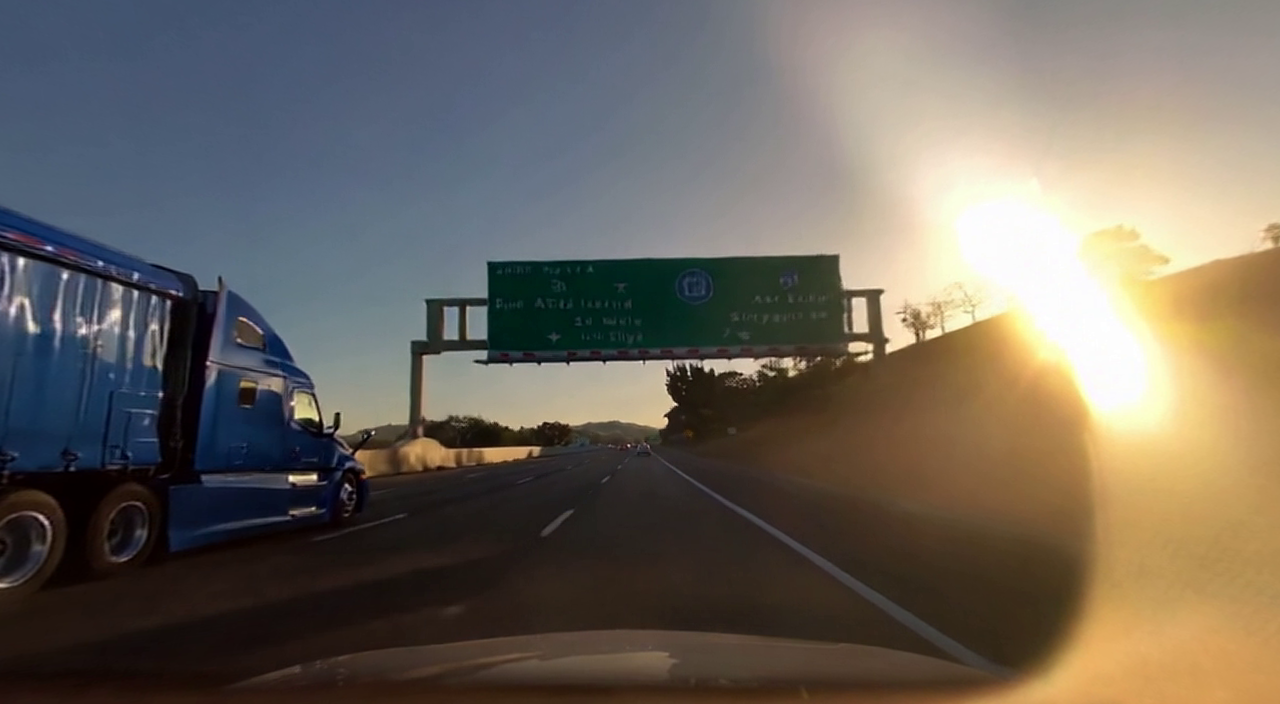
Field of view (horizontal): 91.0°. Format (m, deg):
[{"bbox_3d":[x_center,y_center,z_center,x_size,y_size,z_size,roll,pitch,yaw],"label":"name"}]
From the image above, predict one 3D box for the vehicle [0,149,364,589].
[{"bbox_3d":[-7.231,0.537,8.280,2.996,3.947,8.600,0,-9,2],"label":"vehicle"}]
